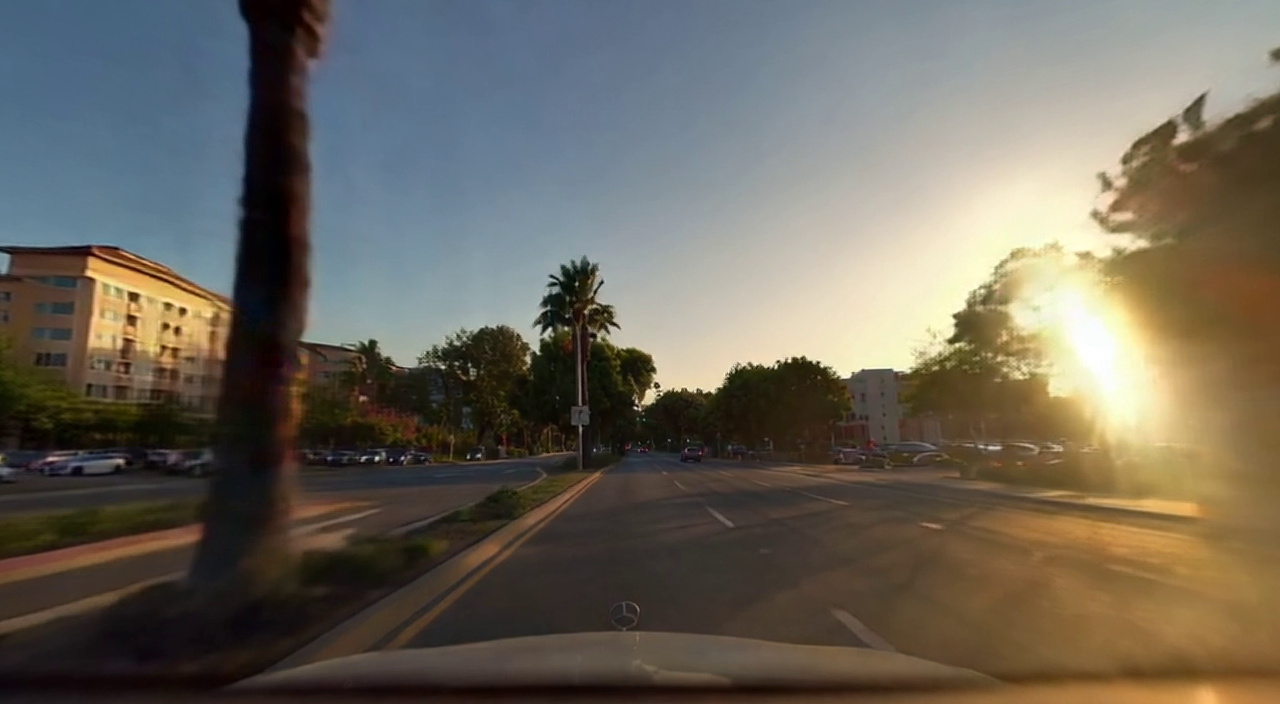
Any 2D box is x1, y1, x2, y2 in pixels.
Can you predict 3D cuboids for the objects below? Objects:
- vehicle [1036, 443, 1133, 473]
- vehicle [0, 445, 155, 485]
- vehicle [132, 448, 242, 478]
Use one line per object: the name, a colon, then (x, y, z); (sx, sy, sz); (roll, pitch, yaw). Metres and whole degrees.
vehicle: (24.159, 5.742, 34.447); (1.881, 1.509, 4.448); (0, -9, -3)
vehicle: (-32.027, 6.404, 35.955); (6.216, 2.077, 2.806); (0, -9, 1)
vehicle: (-30.601, 7.497, 42.689); (5.493, 1.979, 2.437); (0, -9, -2)
